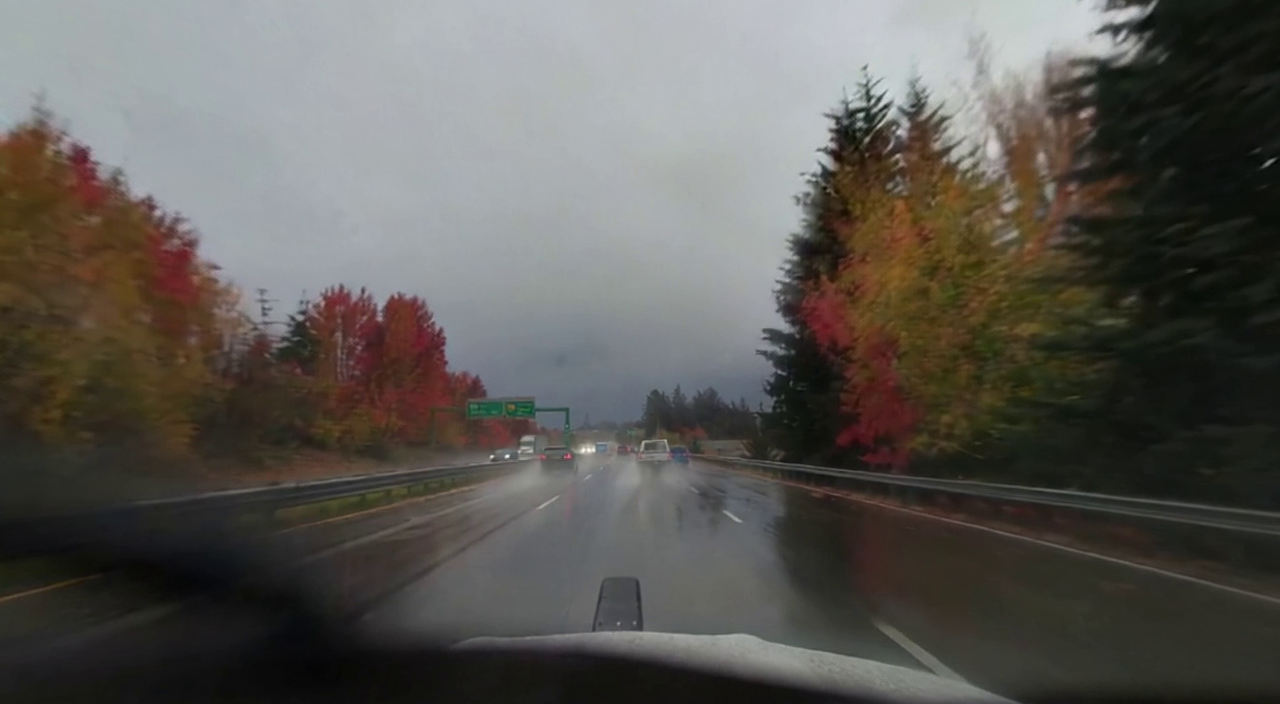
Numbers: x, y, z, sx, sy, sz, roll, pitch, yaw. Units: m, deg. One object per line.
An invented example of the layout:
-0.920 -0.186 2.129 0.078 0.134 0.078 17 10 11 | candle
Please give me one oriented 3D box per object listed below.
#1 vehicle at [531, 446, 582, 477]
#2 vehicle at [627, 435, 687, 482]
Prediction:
-4.012 5.323 30.720 2.037 1.418 3.793 0 -9 0 | vehicle
0.605 4.361 25.846 2.250 1.718 4.358 0 -9 -1 | vehicle
